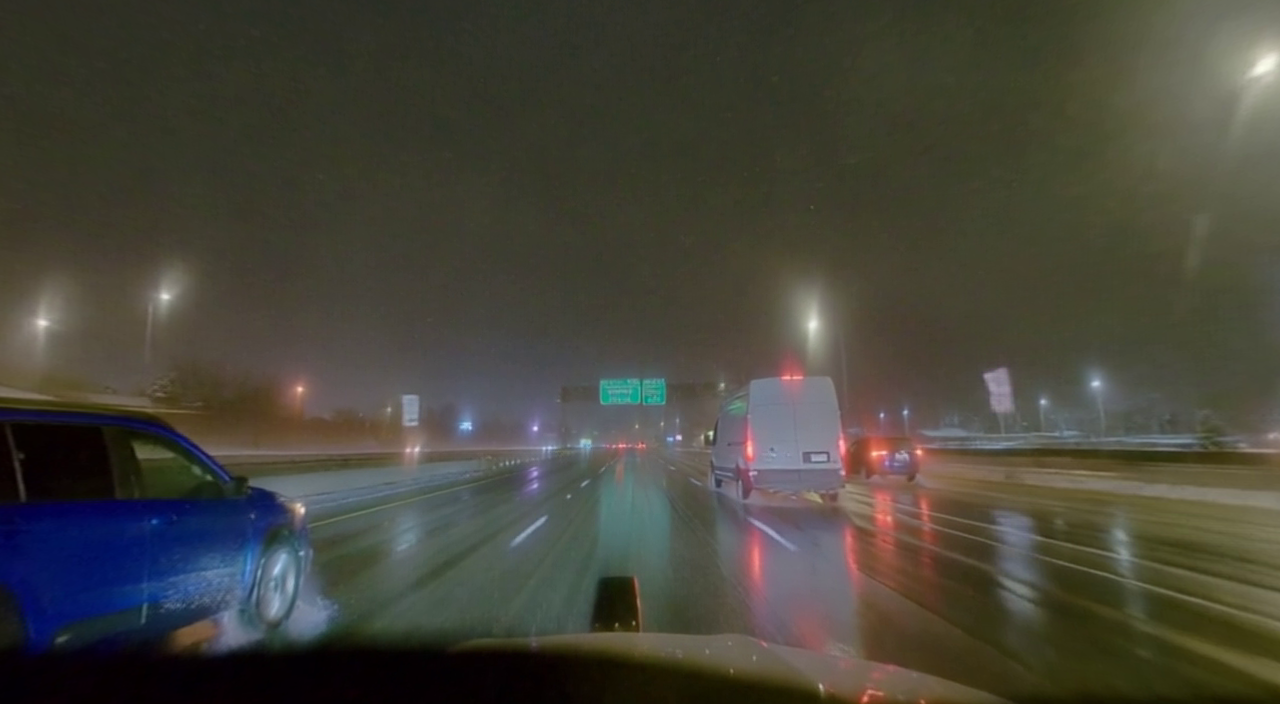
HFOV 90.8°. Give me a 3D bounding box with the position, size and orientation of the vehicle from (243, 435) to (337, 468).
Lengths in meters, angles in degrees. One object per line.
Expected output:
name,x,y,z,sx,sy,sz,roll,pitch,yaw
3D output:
vehicle,-17.972,5.153,32.775,2.044,1.573,4.964,0,-8,0

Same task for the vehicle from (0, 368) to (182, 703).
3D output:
vehicle,-3.916,0.754,1.852,2.000,1.646,4.201,0,-8,-1

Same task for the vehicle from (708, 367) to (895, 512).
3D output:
vehicle,3.398,2.134,15.304,2.629,2.718,6.740,0,-8,-1
